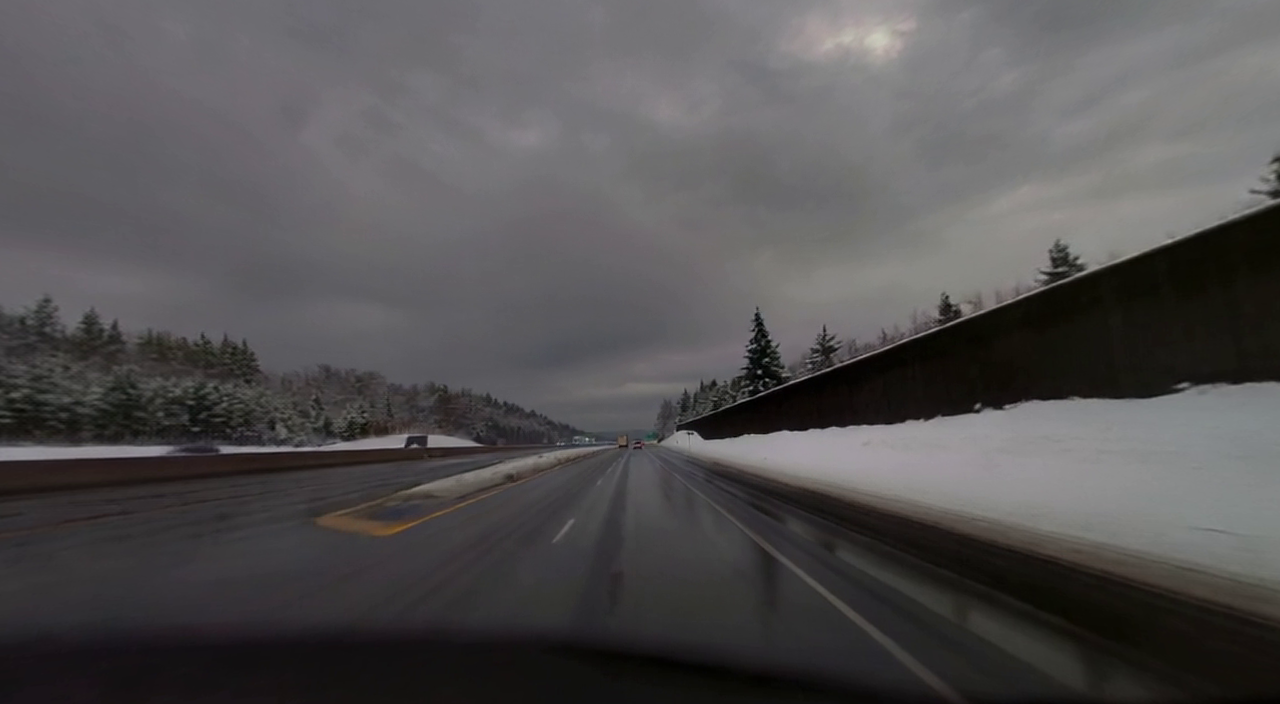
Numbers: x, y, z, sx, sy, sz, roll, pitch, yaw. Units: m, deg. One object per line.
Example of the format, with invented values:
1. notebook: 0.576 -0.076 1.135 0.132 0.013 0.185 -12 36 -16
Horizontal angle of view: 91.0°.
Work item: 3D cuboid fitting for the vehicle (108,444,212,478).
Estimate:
1. vehicle: -23.611 5.337 31.210 1.899 1.481 4.618 0 -8 -5
